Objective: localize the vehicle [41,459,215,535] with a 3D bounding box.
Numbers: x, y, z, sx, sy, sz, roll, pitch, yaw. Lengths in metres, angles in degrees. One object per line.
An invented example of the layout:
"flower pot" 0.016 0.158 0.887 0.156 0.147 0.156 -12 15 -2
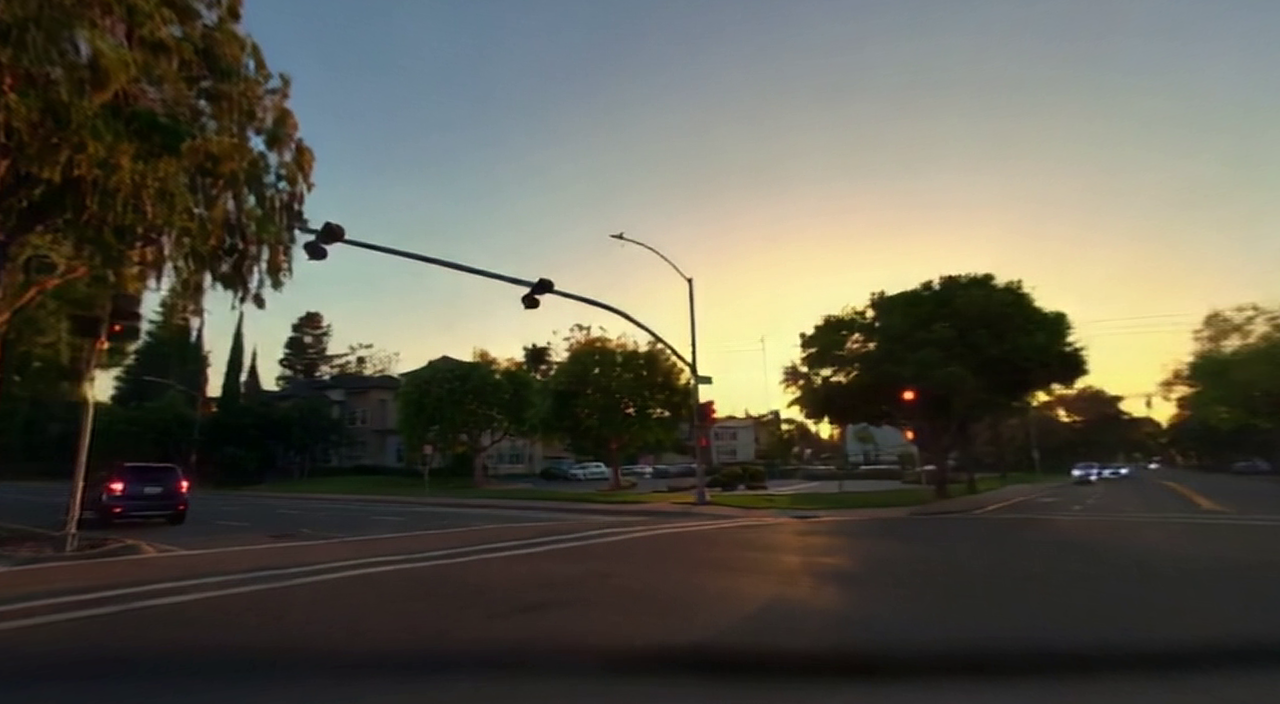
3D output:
"vehicle" -13.204 3.605 16.254 4.247 1.591 2.093 -5 -10 32
